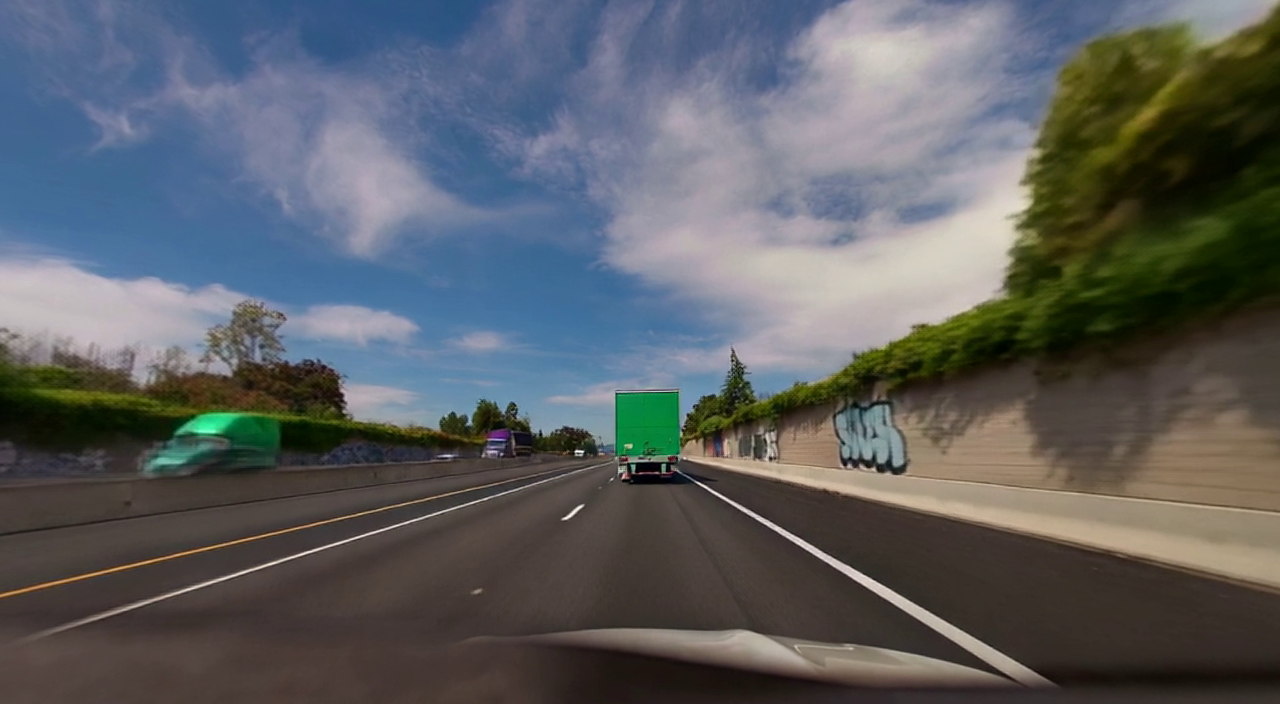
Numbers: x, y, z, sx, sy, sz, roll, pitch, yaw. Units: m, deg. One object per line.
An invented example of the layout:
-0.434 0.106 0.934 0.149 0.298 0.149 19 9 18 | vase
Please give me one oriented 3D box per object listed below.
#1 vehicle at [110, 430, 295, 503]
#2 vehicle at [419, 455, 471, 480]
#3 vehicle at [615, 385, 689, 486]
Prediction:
-16.693 4.408 24.785 2.427 2.440 6.745 0 -9 0 | vehicle
-11.921 7.093 38.822 1.795 1.426 4.297 0 -9 0 | vehicle
0.372 4.067 29.811 2.900 3.955 10.151 0 -9 -1 | vehicle
